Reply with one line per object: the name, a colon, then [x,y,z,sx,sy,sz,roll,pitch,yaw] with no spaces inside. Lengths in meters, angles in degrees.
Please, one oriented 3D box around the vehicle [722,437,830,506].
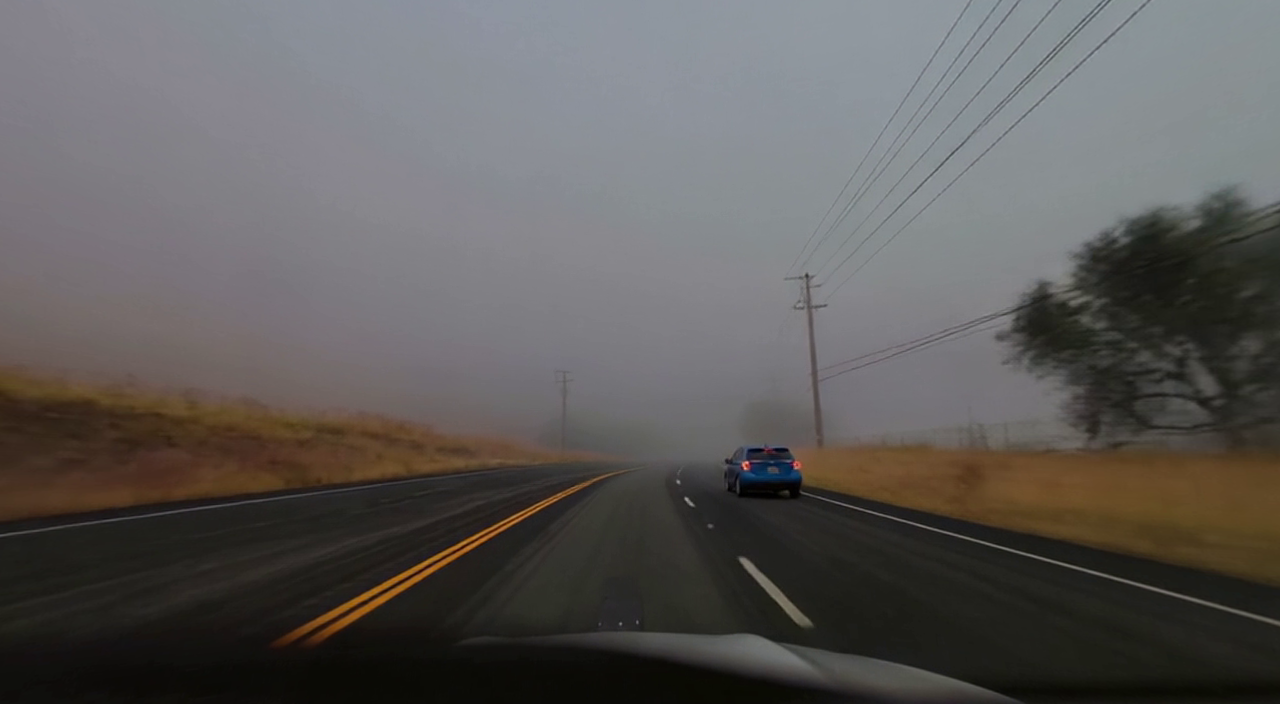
vehicle: [3.656,3.302,17.896,2.135,1.692,4.185,0,-9,0]
